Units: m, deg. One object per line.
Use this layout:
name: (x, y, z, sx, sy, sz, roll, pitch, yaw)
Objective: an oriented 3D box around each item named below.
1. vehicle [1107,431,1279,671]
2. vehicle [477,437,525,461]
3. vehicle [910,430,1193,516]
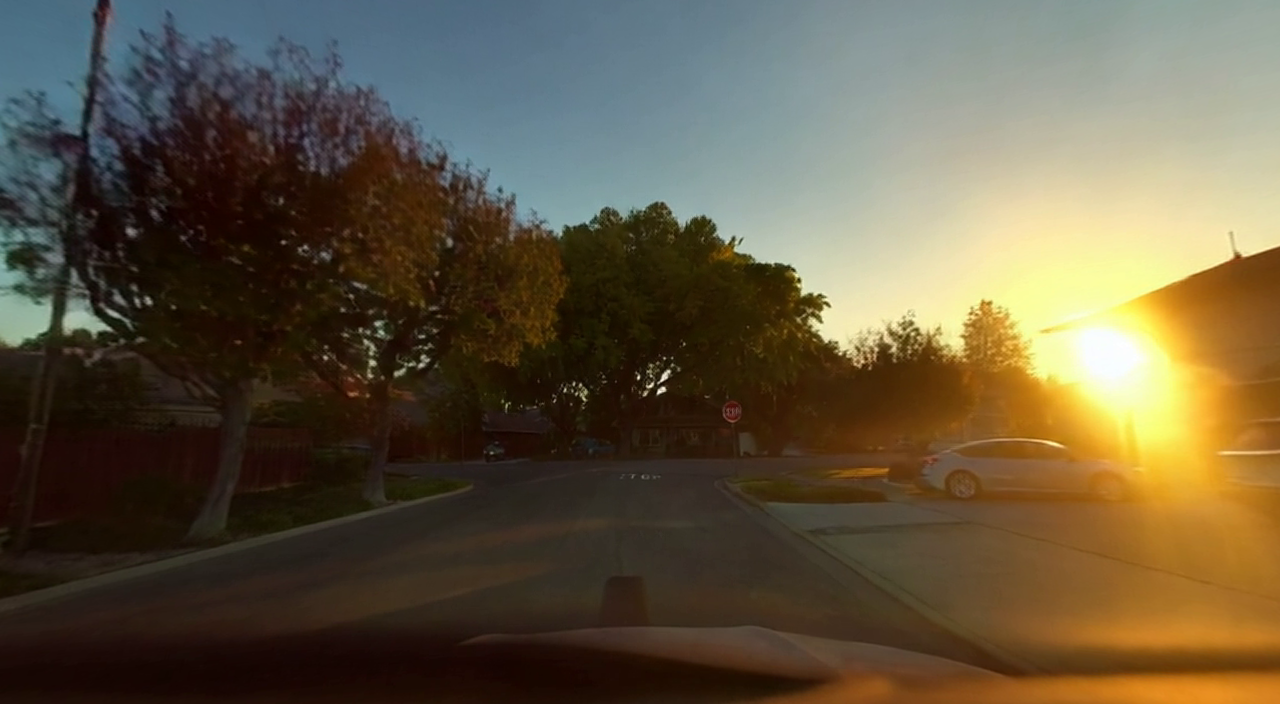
vehicle: (5.910, 1.226, 4.078, 4.229, 1.402, 1.811, -1, -9, 3)
vehicle: (-10.706, 7.521, 48.824, 1.883, 1.732, 4.038, -2, -9, 15)
vehicle: (8.071, 2.400, 12.926, 4.477, 1.506, 1.834, -4, -9, 26)
